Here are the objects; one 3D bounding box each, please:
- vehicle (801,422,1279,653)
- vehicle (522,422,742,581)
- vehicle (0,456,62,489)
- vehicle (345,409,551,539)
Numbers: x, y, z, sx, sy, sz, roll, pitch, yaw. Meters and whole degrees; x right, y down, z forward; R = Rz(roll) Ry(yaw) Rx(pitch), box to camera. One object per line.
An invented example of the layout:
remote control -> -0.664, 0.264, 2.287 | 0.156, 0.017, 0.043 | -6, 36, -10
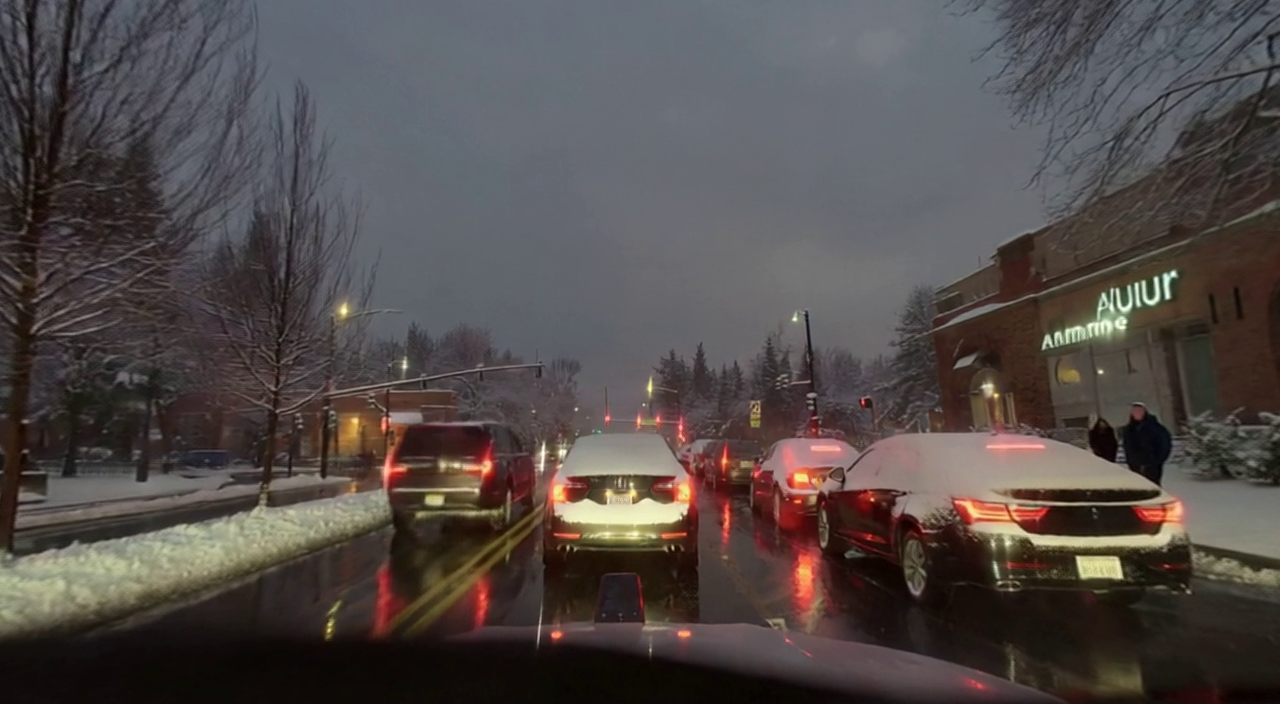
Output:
vehicle -> 3.227, 1.536, 6.396 | 1.912, 1.454, 4.537 | 0, -9, -1
vehicle -> -0.106, 1.749, 8.192 | 2.118, 1.512, 4.013 | 0, -9, -1
vehicle -> -31.729, 5.988, 31.504 | 1.913, 1.531, 4.000 | -9, -12, 43
vehicle -> -3.105, 2.127, 11.603 | 2.223, 1.840, 4.919 | 0, -9, 0
